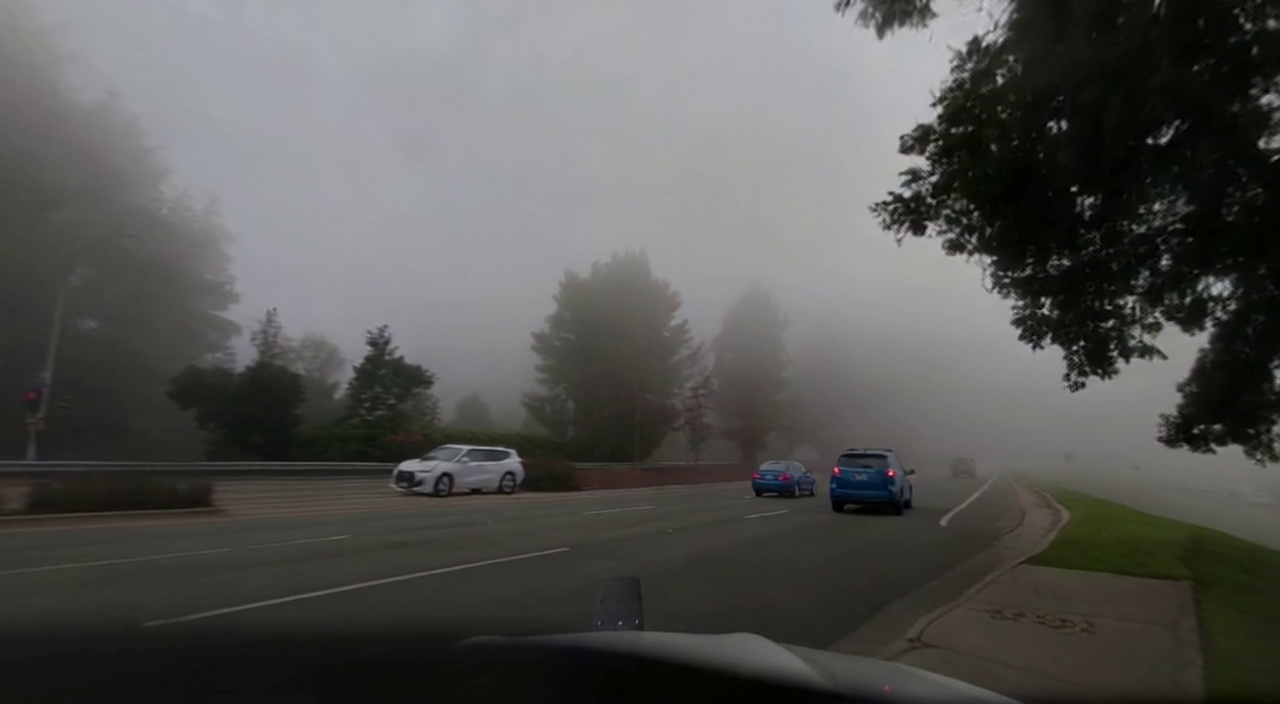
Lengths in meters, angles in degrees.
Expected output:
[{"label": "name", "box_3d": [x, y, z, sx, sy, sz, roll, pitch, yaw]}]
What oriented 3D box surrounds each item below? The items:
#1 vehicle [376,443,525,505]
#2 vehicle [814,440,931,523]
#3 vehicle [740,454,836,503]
[{"label": "vehicle", "box_3d": [-6.240, 4.004, 21.329, 1.973, 1.826, 4.538, -6, -10, 33]}, {"label": "vehicle", "box_3d": [6.232, 3.265, 16.604, 2.125, 1.830, 4.370, -5, -10, 29]}, {"label": "vehicle", "box_3d": [5.762, 4.758, 24.170, 2.123, 1.592, 4.505, -6, -10, 32]}]
